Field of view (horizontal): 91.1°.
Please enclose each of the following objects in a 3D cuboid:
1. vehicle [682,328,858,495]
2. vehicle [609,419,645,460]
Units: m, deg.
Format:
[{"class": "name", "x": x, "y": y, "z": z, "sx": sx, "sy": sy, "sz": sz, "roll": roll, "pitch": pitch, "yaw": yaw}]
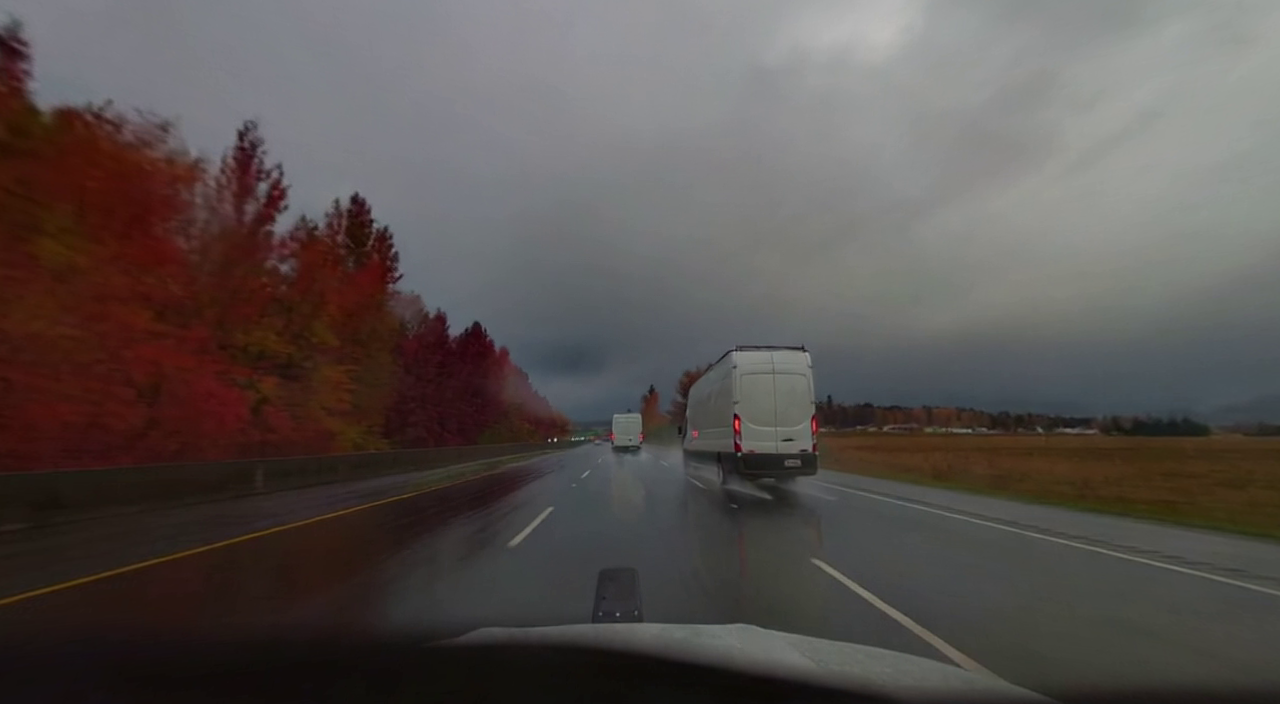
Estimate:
[{"class": "vehicle", "x": 3.627, "y": 2.322, "z": 22.146, "sx": 3.128, "sy": 4.087, "sz": 13.351, "roll": 0, "pitch": -8, "yaw": -1}, {"class": "vehicle", "x": -0.880, "y": 6.057, "z": 43.677, "sx": 2.389, "sy": 2.637, "sz": 5.437, "roll": 0, "pitch": -8, "yaw": -1}]
